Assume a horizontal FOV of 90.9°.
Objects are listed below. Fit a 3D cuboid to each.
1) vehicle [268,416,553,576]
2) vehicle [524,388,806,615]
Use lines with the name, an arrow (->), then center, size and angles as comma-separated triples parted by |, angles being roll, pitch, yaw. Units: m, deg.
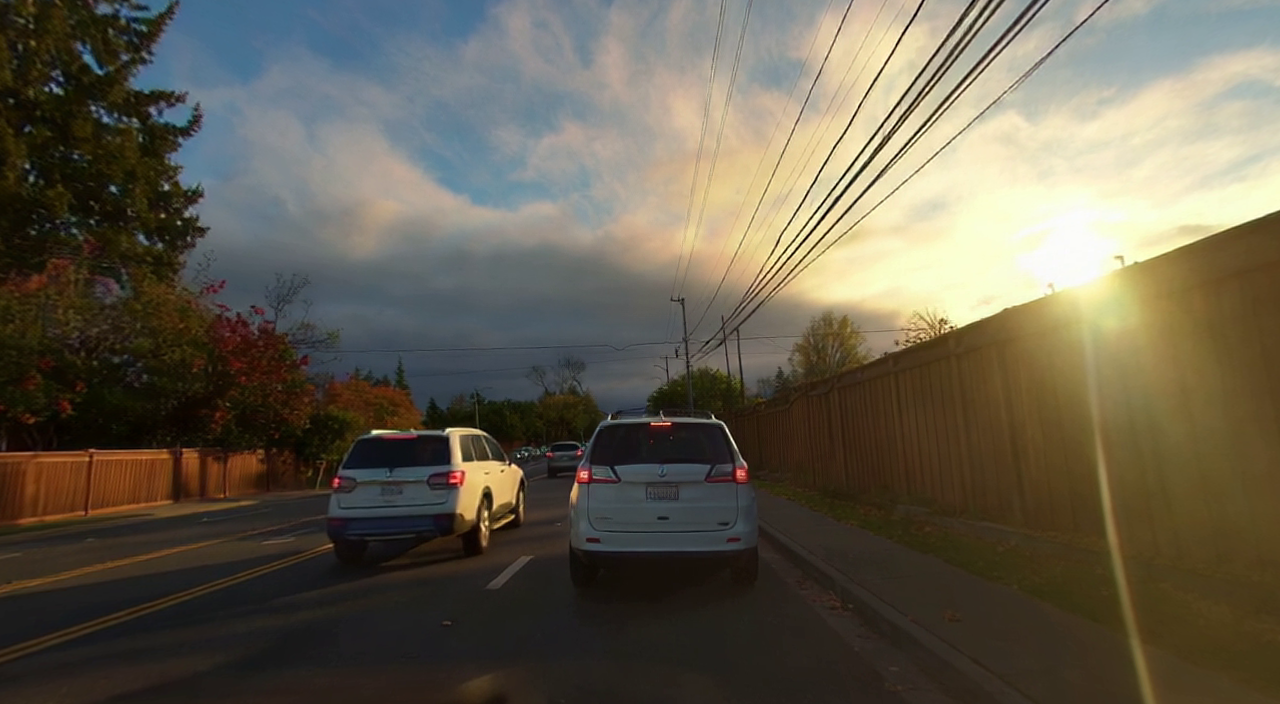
vehicle -> -2.734, 1.855, 8.996 | 2.176, 1.653, 4.666 | 0, -9, 2
vehicle -> 0.197, 1.462, 7.020 | 2.174, 1.749, 4.113 | 0, -9, 0
